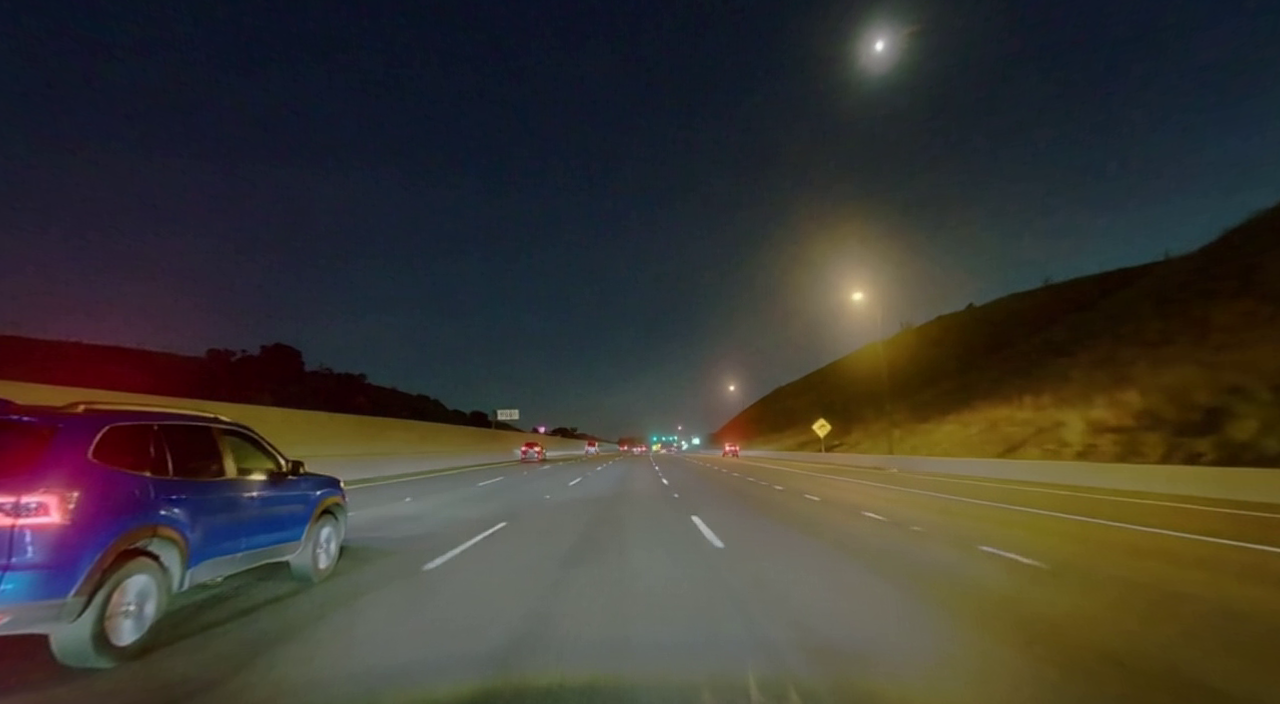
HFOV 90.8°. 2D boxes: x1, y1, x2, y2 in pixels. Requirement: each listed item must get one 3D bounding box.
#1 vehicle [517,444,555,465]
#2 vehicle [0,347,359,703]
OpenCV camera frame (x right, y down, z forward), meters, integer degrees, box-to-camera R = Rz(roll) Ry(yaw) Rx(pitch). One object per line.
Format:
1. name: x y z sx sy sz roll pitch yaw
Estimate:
1. vehicle: -7.910 7.850 48.530 2.054 1.474 4.450 0 -9 1
2. vehicle: -3.757 1.005 3.708 2.047 1.715 4.689 0 -9 0
